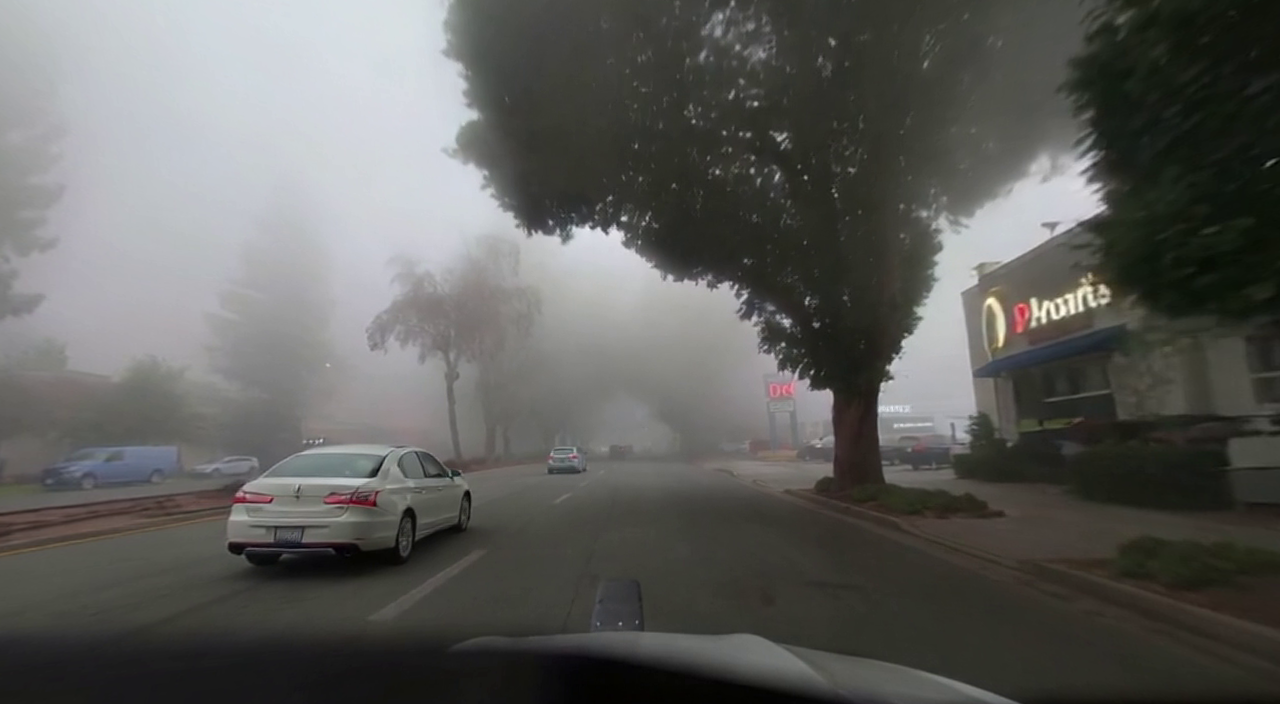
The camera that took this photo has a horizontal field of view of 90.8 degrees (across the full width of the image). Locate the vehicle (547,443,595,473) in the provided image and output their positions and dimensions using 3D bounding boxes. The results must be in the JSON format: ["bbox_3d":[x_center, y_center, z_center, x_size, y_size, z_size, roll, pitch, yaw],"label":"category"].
[{"bbox_3d":[-3.573,5.551,33.324,1.955,1.461,4.396,0,-9,1],"label":"vehicle"}]

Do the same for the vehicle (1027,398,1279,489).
[{"bbox_3d":[12.688,2.344,16.154,2.222,1.922,5.164,0,-9,0],"label":"vehicle"}]

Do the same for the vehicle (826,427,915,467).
[{"bbox_3d":[11.880,4.875,32.338,5.297,1.843,2.097,8,-12,-44],"label":"vehicle"}]

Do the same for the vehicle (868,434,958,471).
[{"bbox_3d":[12.311,4.476,28.374,2.090,1.501,4.732,-8,-12,43],"label":"vehicle"}]

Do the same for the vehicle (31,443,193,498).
[{"bbox_3d":[-25.524,5.690,31.048,2.214,2.238,6.591,-4,-9,1],"label":"vehicle"}]

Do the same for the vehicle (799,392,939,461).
[{"bbox_3d":[15.547,5.161,43.407,8.300,4.310,2.832,-2,-9,1],"label":"vehicle"}]

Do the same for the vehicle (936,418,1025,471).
[{"bbox_3d":[14.797,4.001,27.358,2.031,2.064,4.681,-9,-12,43],"label":"vehicle"}]

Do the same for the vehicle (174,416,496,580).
[{"bbox_3d":[-3.651,1.838,8.795,2.126,1.655,4.560,0,-9,1],"label":"vehicle"}]
